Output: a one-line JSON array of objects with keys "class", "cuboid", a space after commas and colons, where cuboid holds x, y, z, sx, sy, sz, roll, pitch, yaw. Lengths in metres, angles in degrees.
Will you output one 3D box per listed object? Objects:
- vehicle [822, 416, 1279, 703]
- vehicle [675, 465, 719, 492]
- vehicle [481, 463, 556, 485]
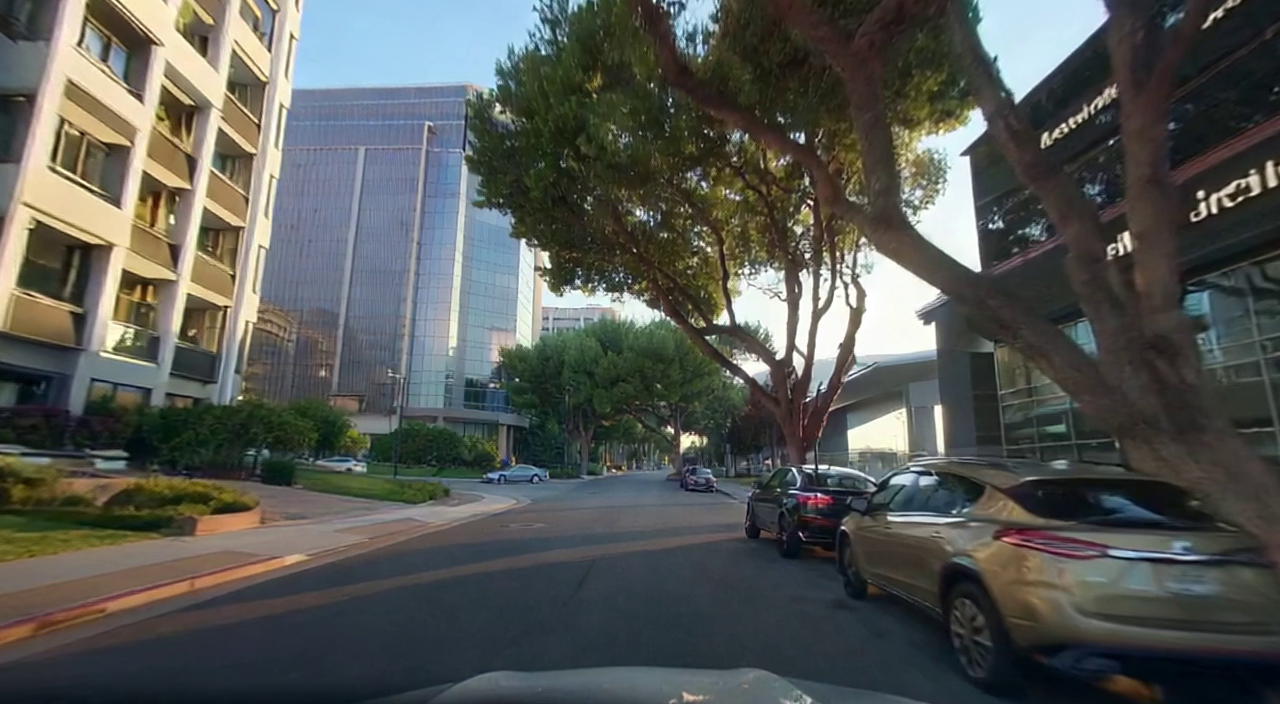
[{"class": "vehicle", "cuboid": [3.004, 1.453, 4.935, 1.957, 1.565, 3.657, 1, -11, -2]}, {"class": "vehicle", "cuboid": [3.214, 7.203, 36.050, 2.073, 1.434, 3.899, 1, -11, -1]}, {"class": "vehicle", "cuboid": [-8.484, 8.539, 44.162, 4.770, 1.448, 1.983, 9, -13, -37]}]
